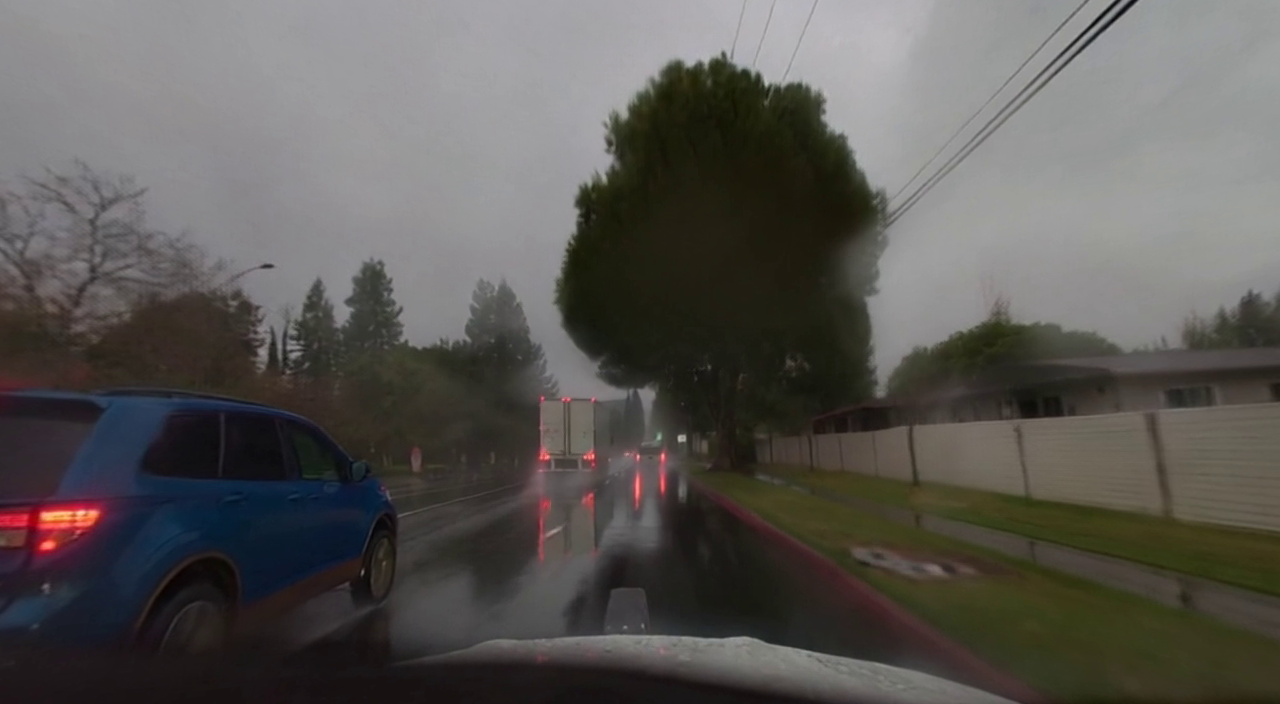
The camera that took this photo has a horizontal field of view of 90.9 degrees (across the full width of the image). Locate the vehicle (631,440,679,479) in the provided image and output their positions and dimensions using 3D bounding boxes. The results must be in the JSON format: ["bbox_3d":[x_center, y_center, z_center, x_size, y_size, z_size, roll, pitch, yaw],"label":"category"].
[{"bbox_3d":[0.728,5.253,31.111,2.174,1.749,4.113,1,-9,1],"label":"vehicle"}]

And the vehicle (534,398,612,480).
[{"bbox_3d":[-3.229,4.618,33.191,2.928,3.658,8.980,1,-9,1],"label":"vehicle"}]

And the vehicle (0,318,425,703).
[{"bbox_3d":[-3.330,1.095,4.236,2.093,1.832,4.508,1,-9,1],"label":"vehicle"}]
